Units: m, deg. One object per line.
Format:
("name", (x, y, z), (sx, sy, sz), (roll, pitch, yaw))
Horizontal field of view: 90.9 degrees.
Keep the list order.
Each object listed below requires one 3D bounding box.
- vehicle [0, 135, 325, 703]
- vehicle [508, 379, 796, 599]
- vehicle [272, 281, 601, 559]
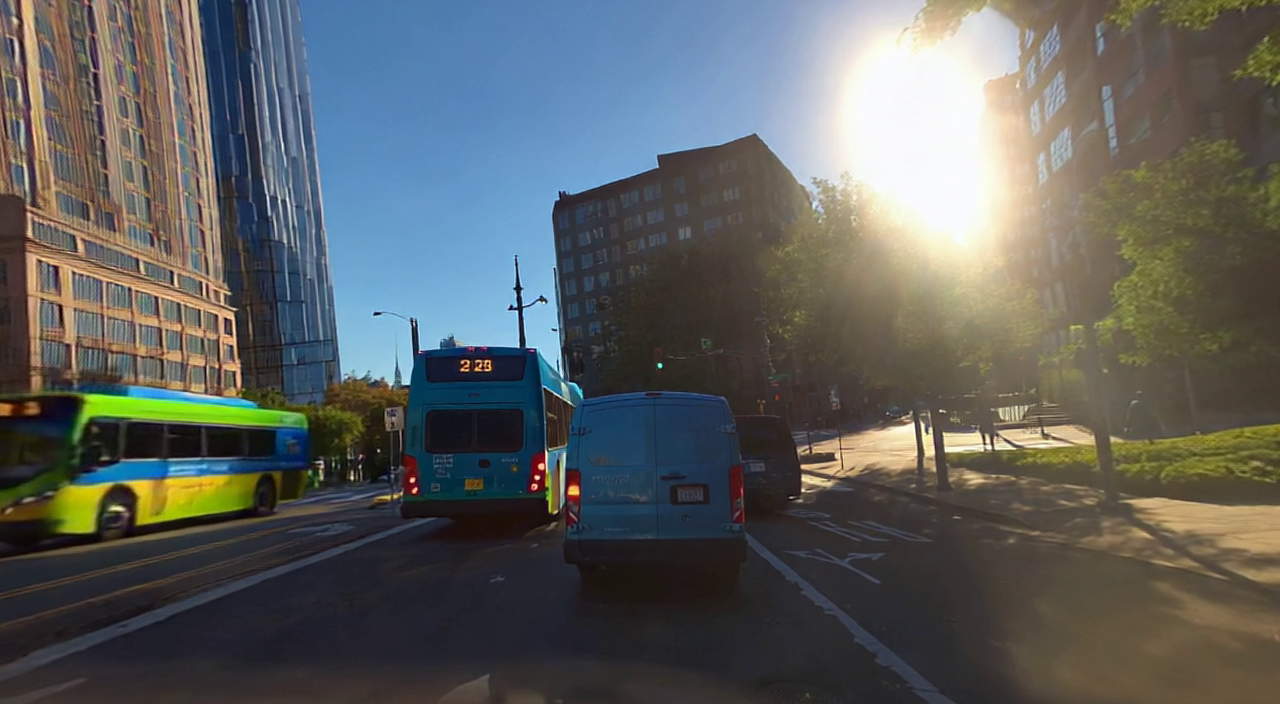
("vehicle", (-2.740, 0.319, 0.183), (2.329, 2.089, 5.659), (0, -9, 0))
("vehicle", (0.136, 1.521, 7.736), (2.500, 1.912, 4.270), (0, -9, 1))
("vehicle", (-2.898, 1.813, 14.627), (3.042, 3.445, 13.615), (0, -9, 0))
